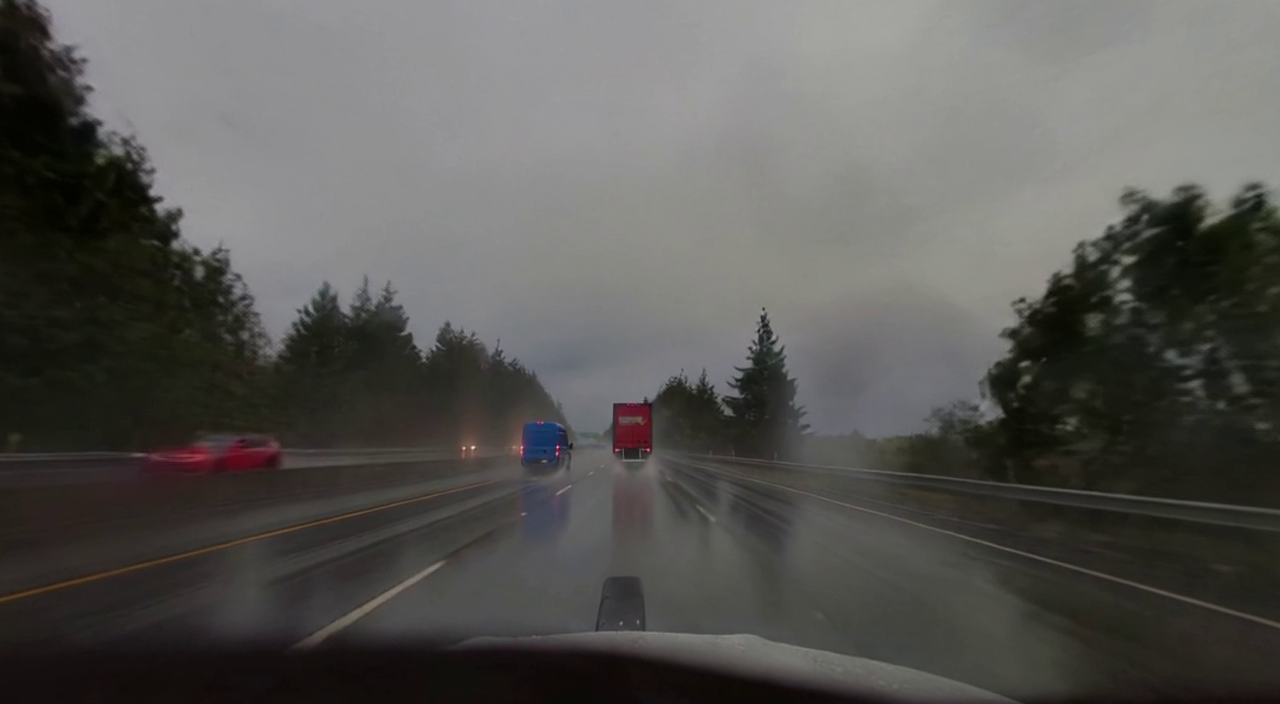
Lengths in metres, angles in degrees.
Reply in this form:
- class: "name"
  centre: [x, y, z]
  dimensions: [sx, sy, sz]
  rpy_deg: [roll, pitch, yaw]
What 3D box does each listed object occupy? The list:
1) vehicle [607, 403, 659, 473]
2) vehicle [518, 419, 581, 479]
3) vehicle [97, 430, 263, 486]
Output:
- class: "vehicle"
  centre: [-0.508, 5.804, 41.773]
  dimensions: [2.995, 4.036, 10.311]
  rpy_deg: [0, -9, -1]
- class: "vehicle"
  centre: [-4.501, 4.992, 32.473]
  dimensions: [2.357, 2.786, 6.144]
  rpy_deg: [0, -9, -1]
- class: "vehicle"
  centre: [-13.359, 3.116, 18.679]
  dimensions: [1.867, 1.486, 4.002]
  rpy_deg: [0, -9, 0]
